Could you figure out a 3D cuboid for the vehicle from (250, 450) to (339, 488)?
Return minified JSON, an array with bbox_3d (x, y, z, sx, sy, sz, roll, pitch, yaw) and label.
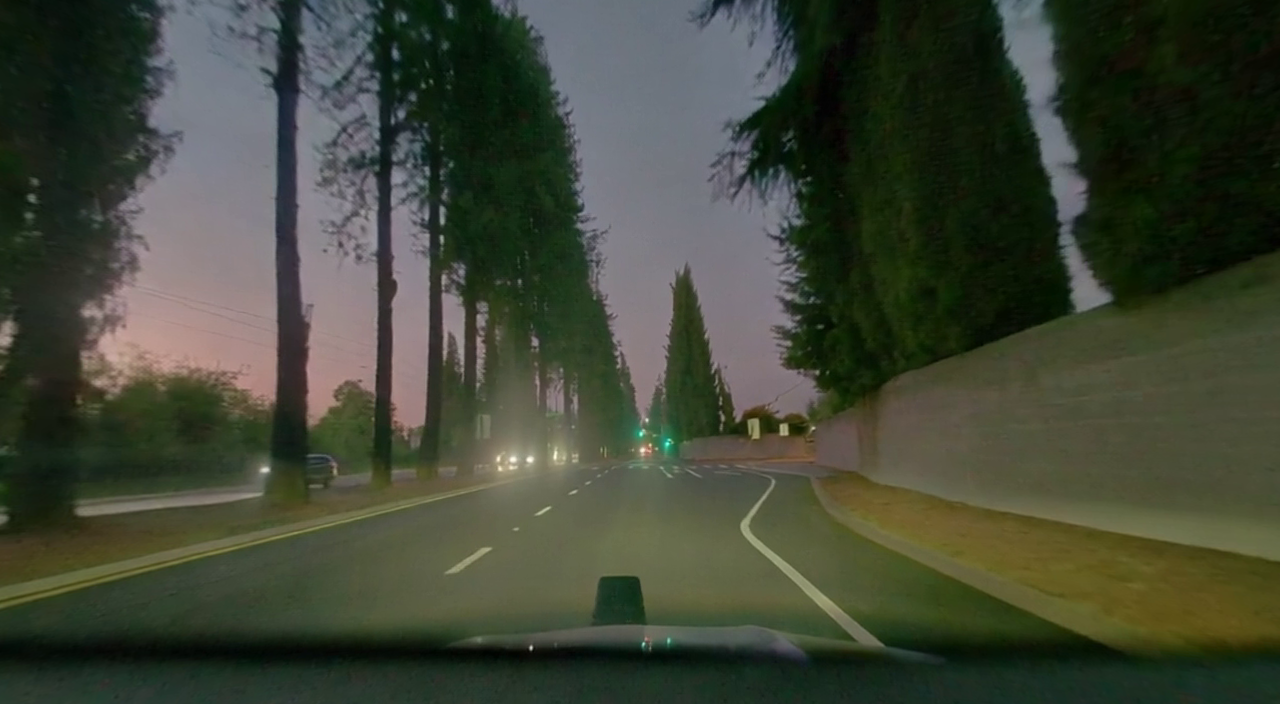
[{"bbox_3d":[-18.027,6.080,33.179,1.975,1.815,4.629,0,-8,1],"label":"vehicle"}]
